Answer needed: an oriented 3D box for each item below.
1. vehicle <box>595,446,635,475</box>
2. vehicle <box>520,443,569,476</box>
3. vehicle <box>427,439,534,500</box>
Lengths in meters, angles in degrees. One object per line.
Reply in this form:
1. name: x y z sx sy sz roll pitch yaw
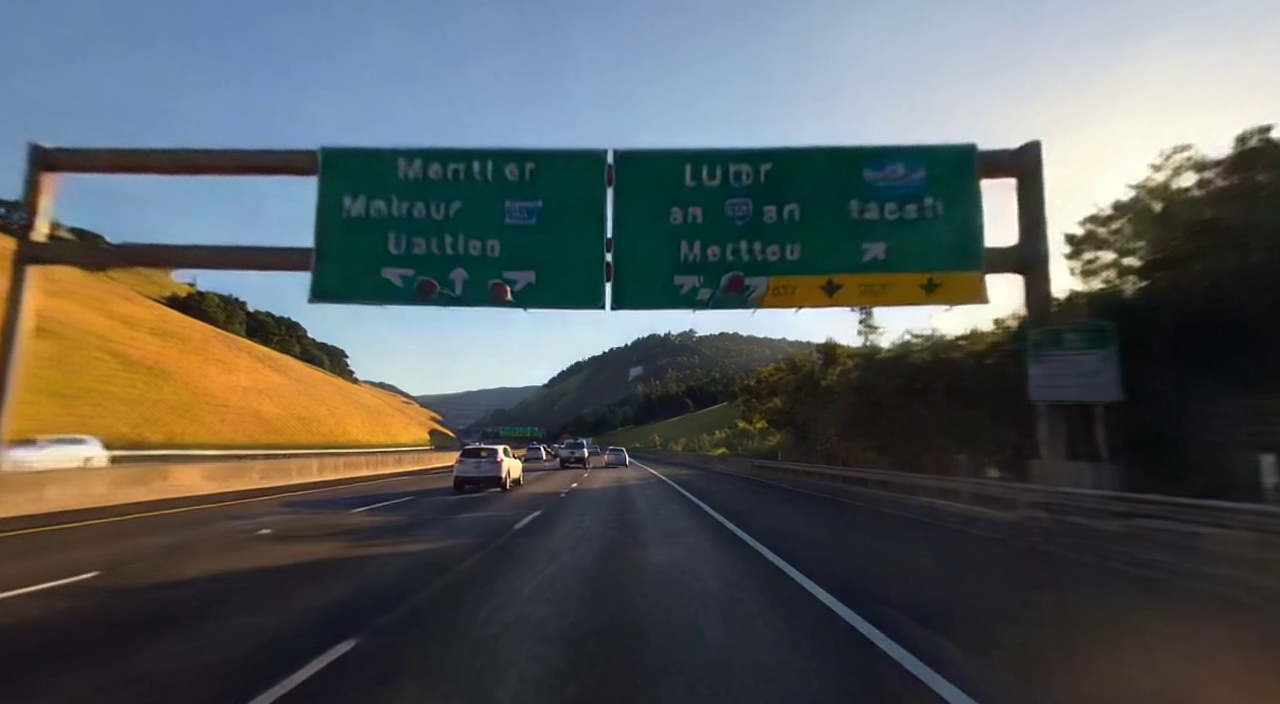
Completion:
1. vehicle: -1.351 5.830 33.996 1.988 1.440 4.201 0 -9 -3
2. vehicle: -5.147 5.836 34.427 2.118 1.624 4.032 0 -9 -1
3. vehicle: -4.634 3.478 19.059 2.208 1.619 4.162 0 -9 -1
